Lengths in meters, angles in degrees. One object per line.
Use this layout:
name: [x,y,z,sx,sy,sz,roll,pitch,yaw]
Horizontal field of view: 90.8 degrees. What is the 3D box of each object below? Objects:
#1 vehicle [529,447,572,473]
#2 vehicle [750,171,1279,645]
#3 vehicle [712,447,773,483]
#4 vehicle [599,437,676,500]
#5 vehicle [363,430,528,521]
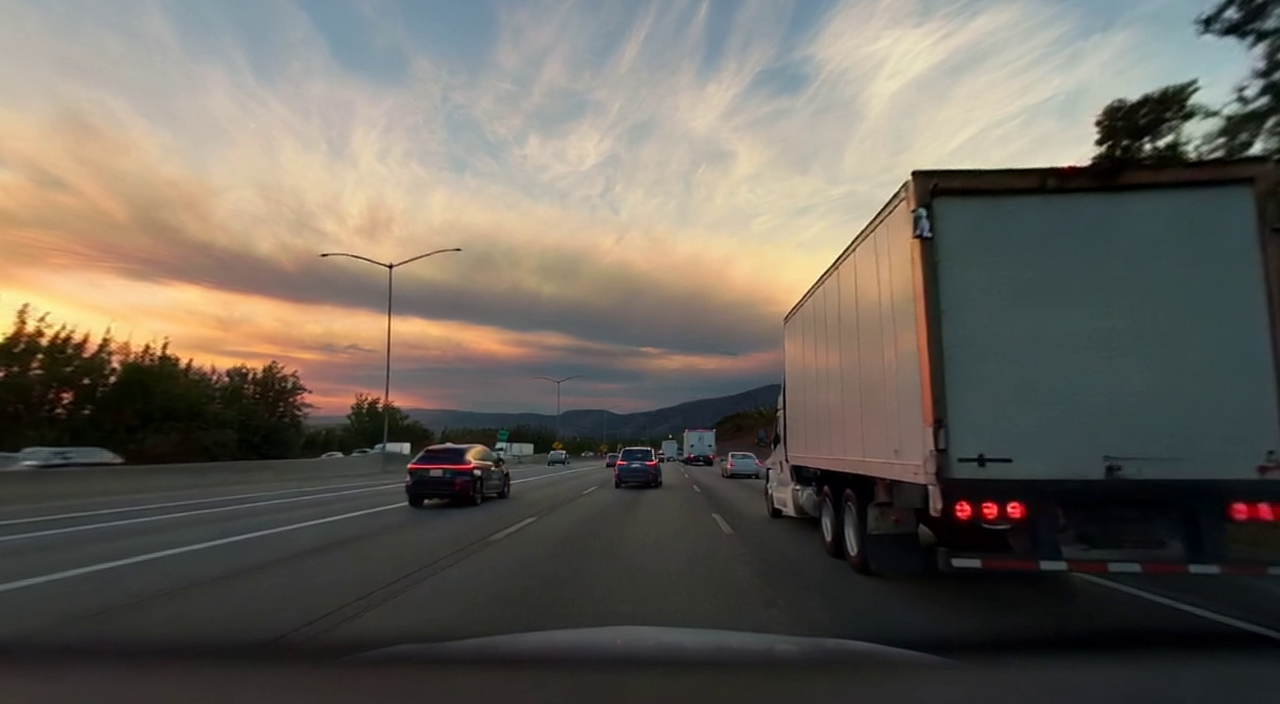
vehicle: [-5.910,7.133,42.130,1.958,1.633,4.568,0,-9,3]
vehicle: [3.715,0.965,9.007,2.836,3.508,8.723,0,-9,1]
vehicle: [4.660,5.201,29.472,2.146,1.482,4.665,0,-8,1]
vehicle: [0.040,3.525,19.569,2.103,1.717,4.399,0,-9,3]
vehicle: [-4.110,2.684,14.378,1.988,1.696,4.754,0,-9,4]
